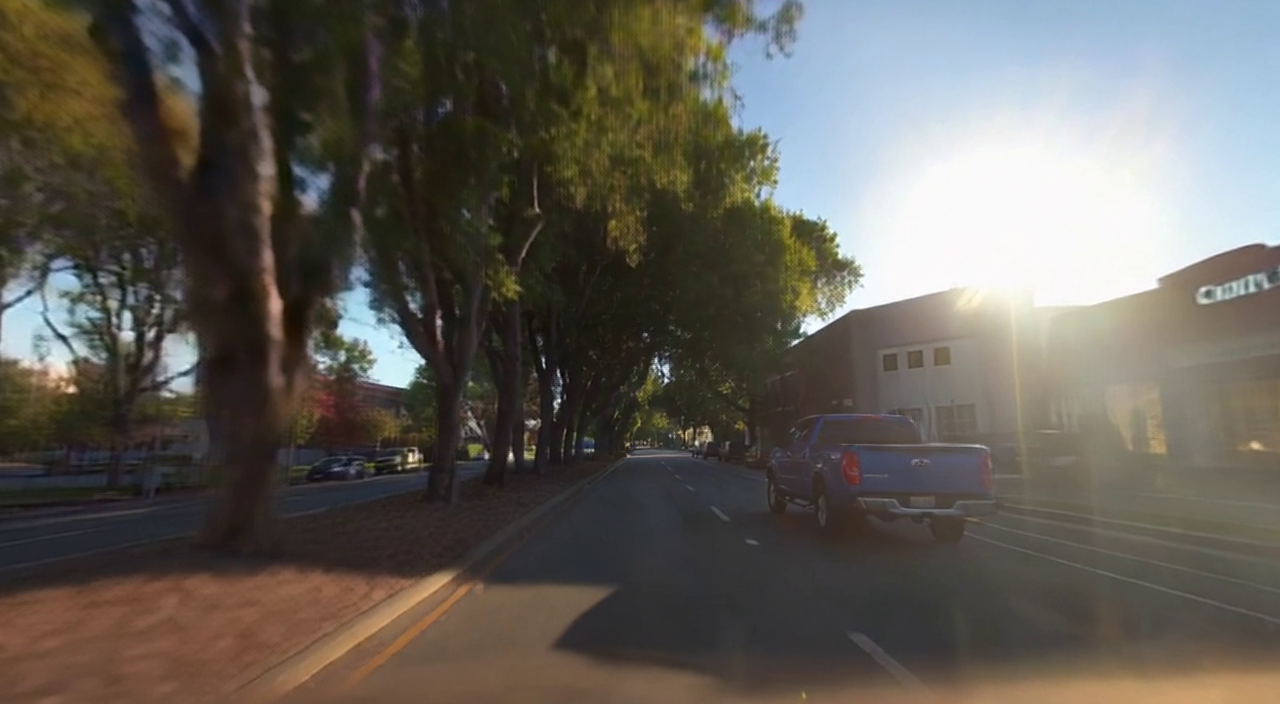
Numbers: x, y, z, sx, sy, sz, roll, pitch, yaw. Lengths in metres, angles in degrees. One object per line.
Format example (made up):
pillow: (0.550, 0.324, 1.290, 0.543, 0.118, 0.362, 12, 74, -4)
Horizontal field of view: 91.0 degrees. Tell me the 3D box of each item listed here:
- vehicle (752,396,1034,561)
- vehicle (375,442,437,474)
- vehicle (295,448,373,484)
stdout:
vehicle: (3.320, 1.814, 9.802, 2.085, 1.828, 5.383, 0, -8, -1)
vehicle: (-15.615, 7.078, 42.313, 2.097, 1.852, 5.090, -3, -9, 2)
vehicle: (-16.009, 5.960, 33.229, 1.919, 1.616, 4.723, -3, -8, -2)
